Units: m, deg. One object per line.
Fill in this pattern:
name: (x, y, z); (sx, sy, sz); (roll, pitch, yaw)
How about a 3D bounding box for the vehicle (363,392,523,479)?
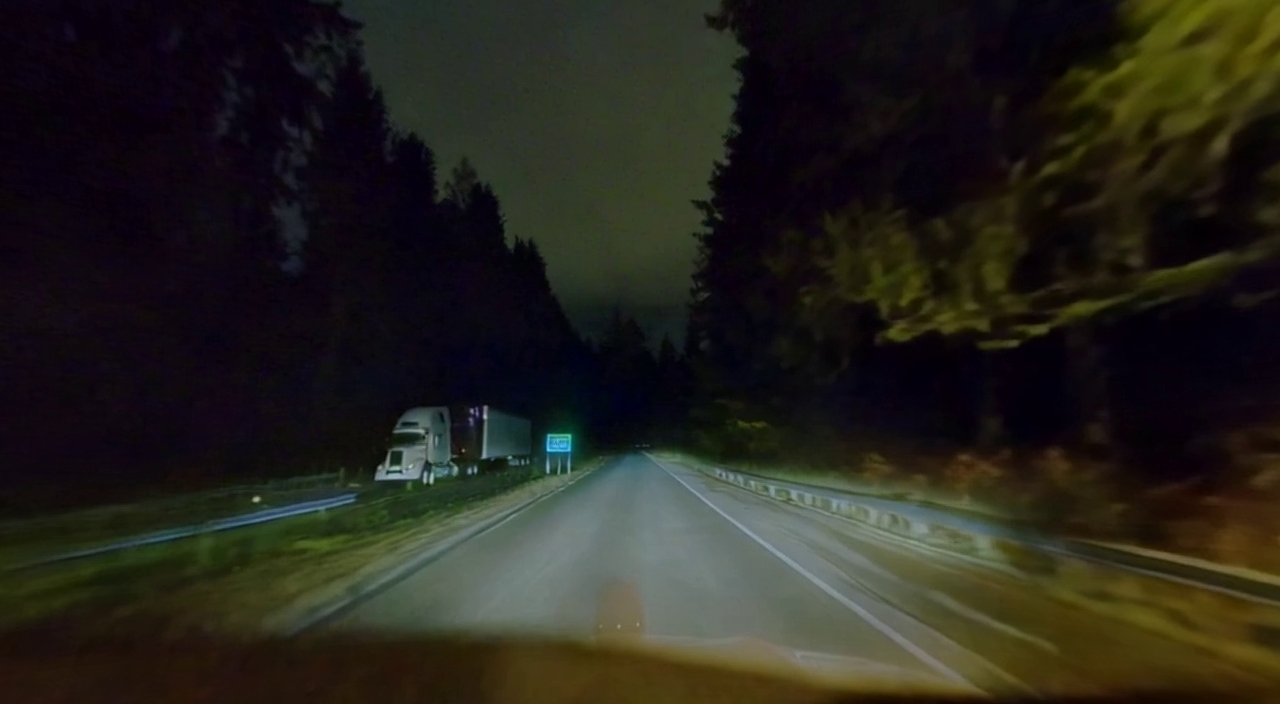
vehicle: (-9.637, 4.588, 32.637); (5.596, 3.130, 8.972); (-4, -13, -2)
